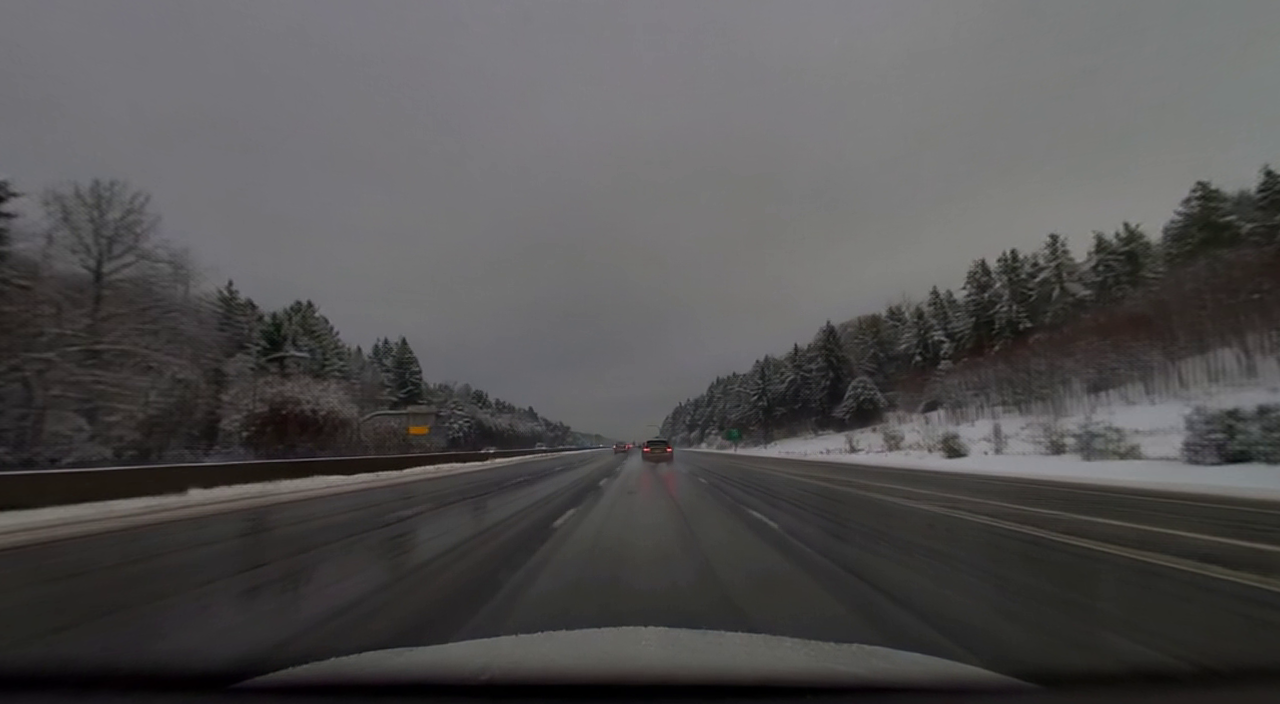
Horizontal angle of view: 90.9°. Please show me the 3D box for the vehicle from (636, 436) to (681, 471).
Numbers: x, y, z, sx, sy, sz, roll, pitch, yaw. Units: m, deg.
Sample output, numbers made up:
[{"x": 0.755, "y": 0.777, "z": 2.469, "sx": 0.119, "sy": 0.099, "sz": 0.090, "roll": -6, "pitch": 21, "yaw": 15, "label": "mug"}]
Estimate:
[{"x": 0.926, "y": 5.455, "z": 34.129, "sx": 2.260, "sy": 1.766, "sz": 4.348, "roll": 0, "pitch": -8, "yaw": 0, "label": "vehicle"}]
